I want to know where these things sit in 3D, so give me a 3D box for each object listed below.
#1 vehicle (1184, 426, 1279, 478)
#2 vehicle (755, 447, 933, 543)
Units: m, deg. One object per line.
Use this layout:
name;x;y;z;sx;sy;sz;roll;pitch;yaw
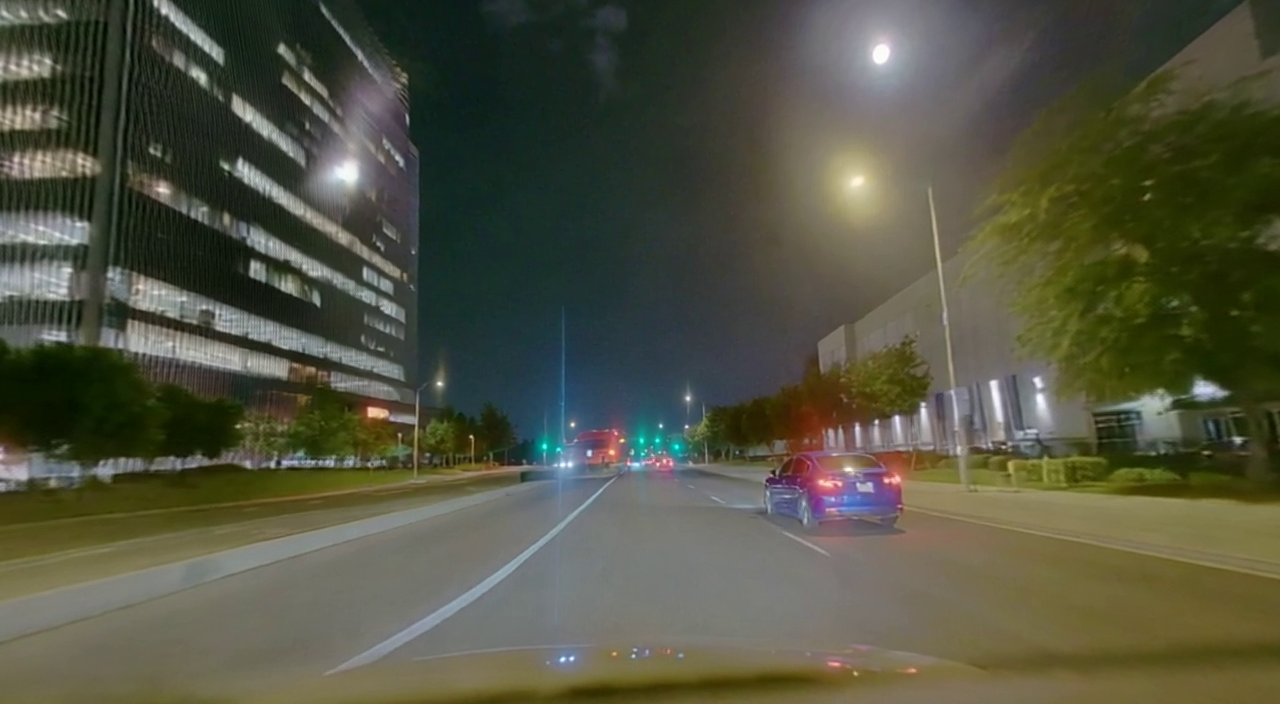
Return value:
vehicle;20.540;3.220;20.291;4.373;1.580;1.729;0;-9;-2
vehicle;3.646;2.610;12.185;1.993;1.501;4.127;0;-9;-1
